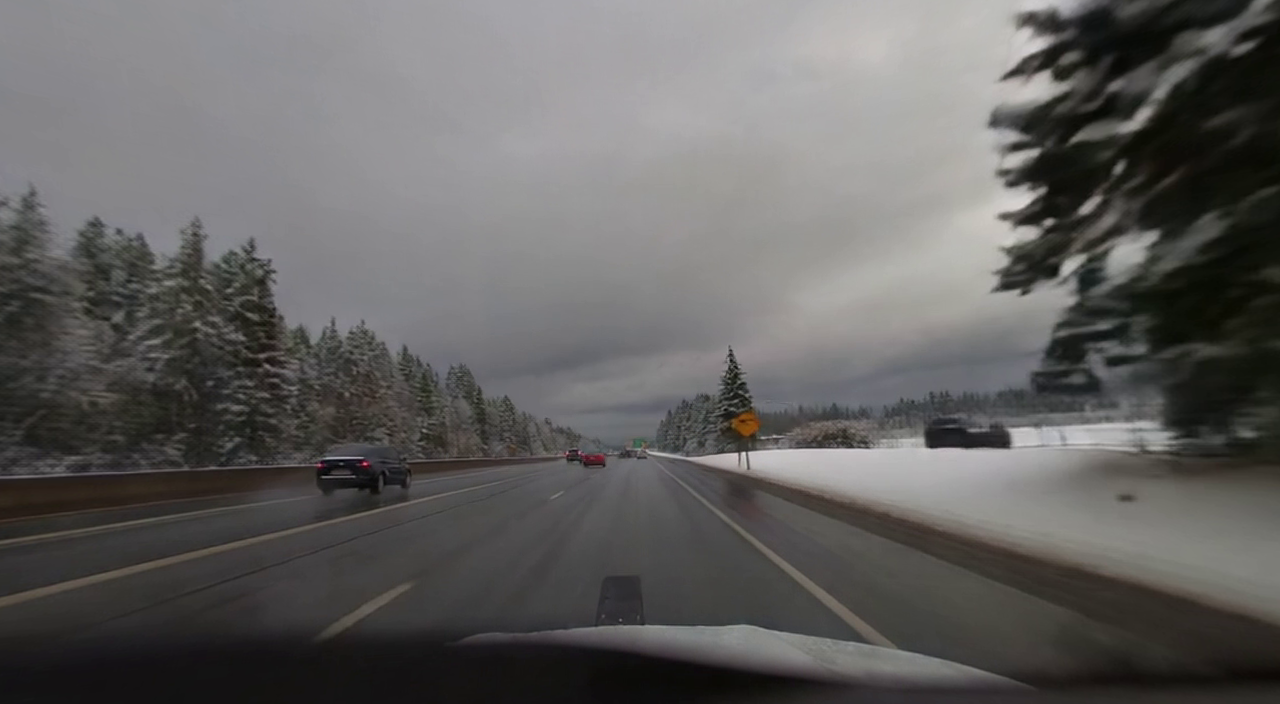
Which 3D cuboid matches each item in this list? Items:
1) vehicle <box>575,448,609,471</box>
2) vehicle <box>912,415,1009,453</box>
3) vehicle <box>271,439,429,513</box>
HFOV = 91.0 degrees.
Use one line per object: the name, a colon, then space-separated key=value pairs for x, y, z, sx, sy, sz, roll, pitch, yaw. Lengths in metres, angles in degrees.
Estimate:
vehicle: x=-3.503 y=7.979 z=46.941 sx=2.104 sy=1.558 sz=4.639 roll=0 pitch=-9 yaw=0
vehicle: x=13.854 y=3.648 z=27.577 sx=1.875 sy=1.529 sz=4.740 roll=0 pitch=-9 yaw=2
vehicle: x=-7.168 y=3.089 z=16.149 sx=2.007 sy=1.616 sz=4.141 roll=0 pitch=-9 yaw=1
